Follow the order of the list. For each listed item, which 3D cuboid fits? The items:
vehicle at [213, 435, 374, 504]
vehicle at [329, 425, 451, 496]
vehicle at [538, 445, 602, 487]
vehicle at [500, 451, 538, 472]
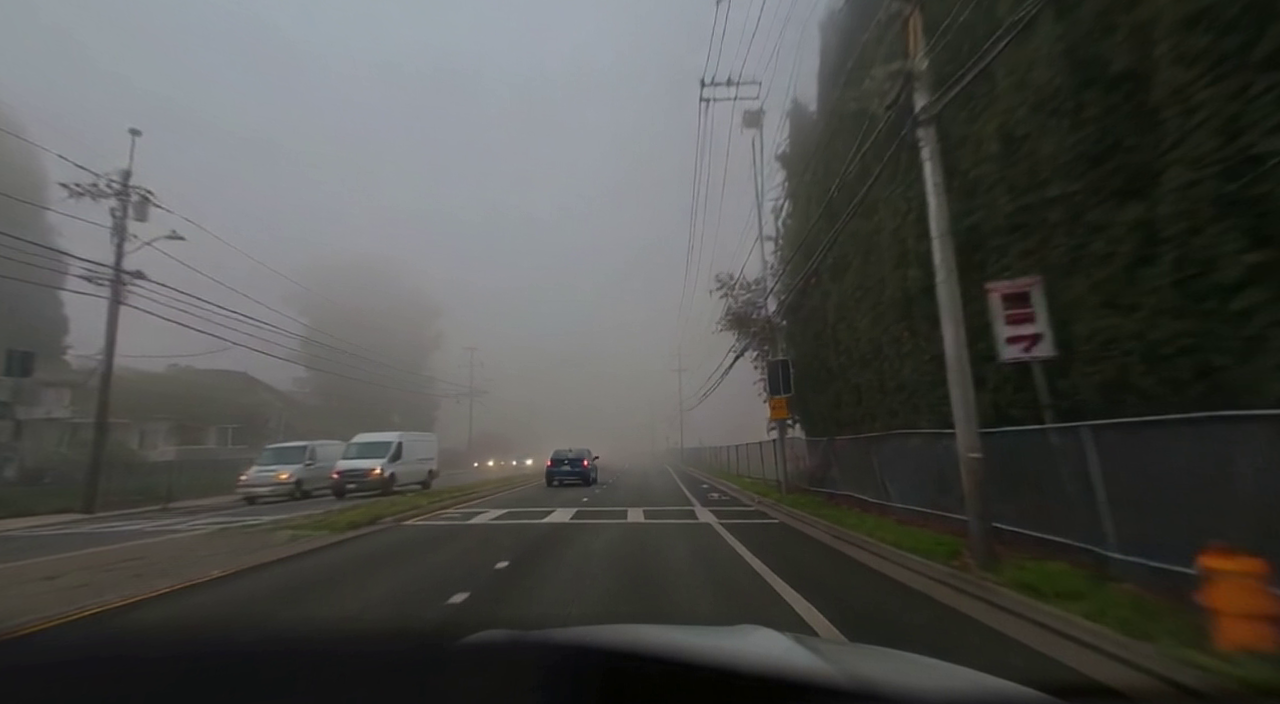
[{"bbox_3d":[-13.143,4.496,24.655,2.584,2.302,6.400,1,-9,1],"label":"vehicle"},{"bbox_3d":[-9.626,4.242,24.950,2.377,2.439,5.510,0,-9,2],"label":"vehicle"},{"bbox_3d":[-2.749,4.578,25.649,1.992,1.515,4.289,0,-9,2],"label":"vehicle"},{"bbox_3d":[-9.204,8.338,48.250,2.007,1.520,4.466,1,-9,1],"label":"vehicle"}]
